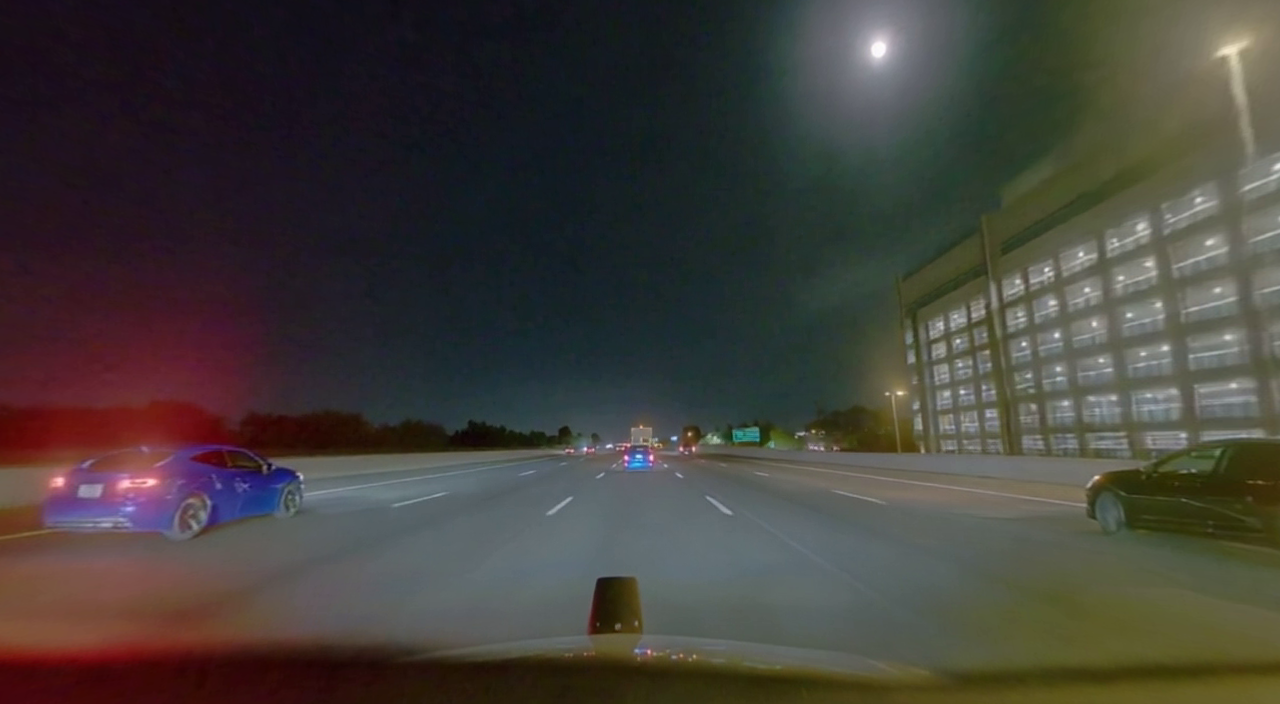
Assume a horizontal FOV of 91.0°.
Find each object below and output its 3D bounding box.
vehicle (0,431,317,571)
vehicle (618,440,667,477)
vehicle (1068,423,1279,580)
[{"bbox_3d":[-6.683,1.905,8.881,1.978,1.477,4.239,0,-8,0],"label":"vehicle"},{"bbox_3d":[0.102,4.739,28.271,2.036,1.542,3.891,0,-8,0],"label":"vehicle"},{"bbox_3d":[7.121,1.511,6.559,1.937,1.498,4.710,0,-8,-1],"label":"vehicle"}]
